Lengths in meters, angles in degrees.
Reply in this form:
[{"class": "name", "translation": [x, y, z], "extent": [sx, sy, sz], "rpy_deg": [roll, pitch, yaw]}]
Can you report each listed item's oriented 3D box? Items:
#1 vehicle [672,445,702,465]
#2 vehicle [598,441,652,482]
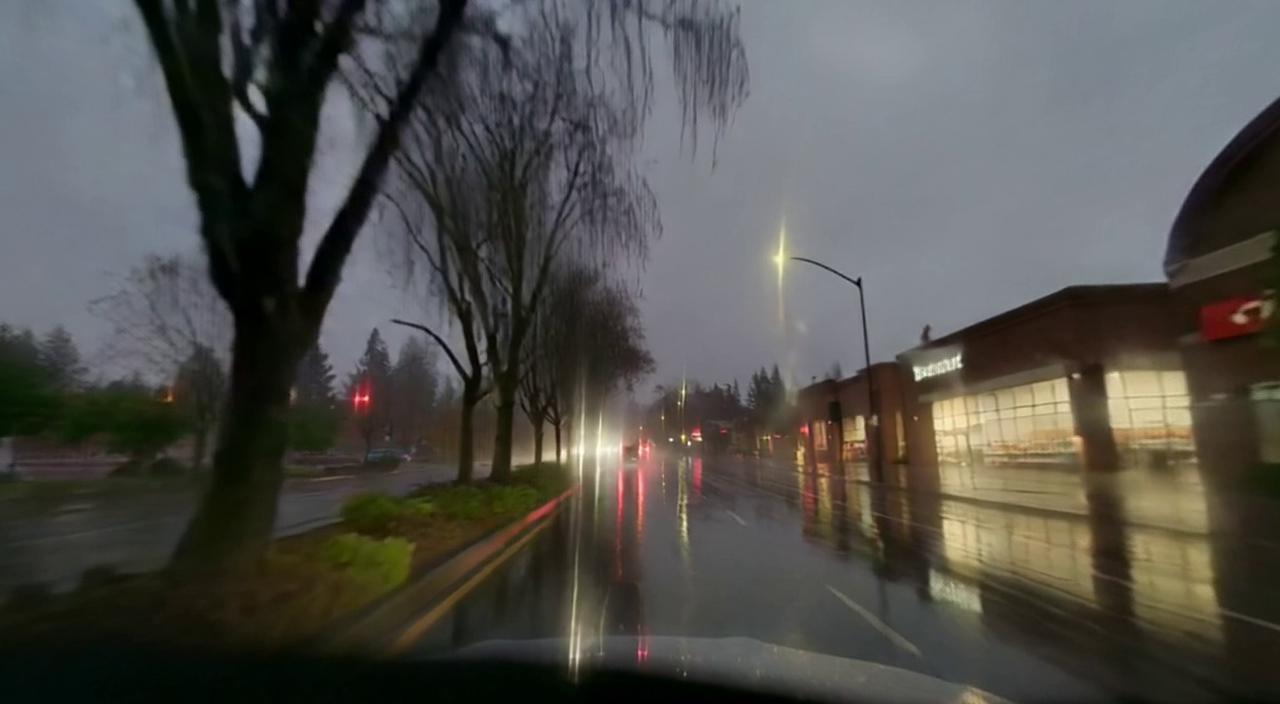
[{"class": "vehicle", "translation": [3.644, 8.058, 49.778], "extent": [1.910, 1.474, 4.003], "rpy_deg": [0, -8, -2]}, {"class": "vehicle", "translation": [-0.566, 4.347, 25.334], "extent": [2.006, 1.487, 3.535], "rpy_deg": [-1, -8, 0]}]
